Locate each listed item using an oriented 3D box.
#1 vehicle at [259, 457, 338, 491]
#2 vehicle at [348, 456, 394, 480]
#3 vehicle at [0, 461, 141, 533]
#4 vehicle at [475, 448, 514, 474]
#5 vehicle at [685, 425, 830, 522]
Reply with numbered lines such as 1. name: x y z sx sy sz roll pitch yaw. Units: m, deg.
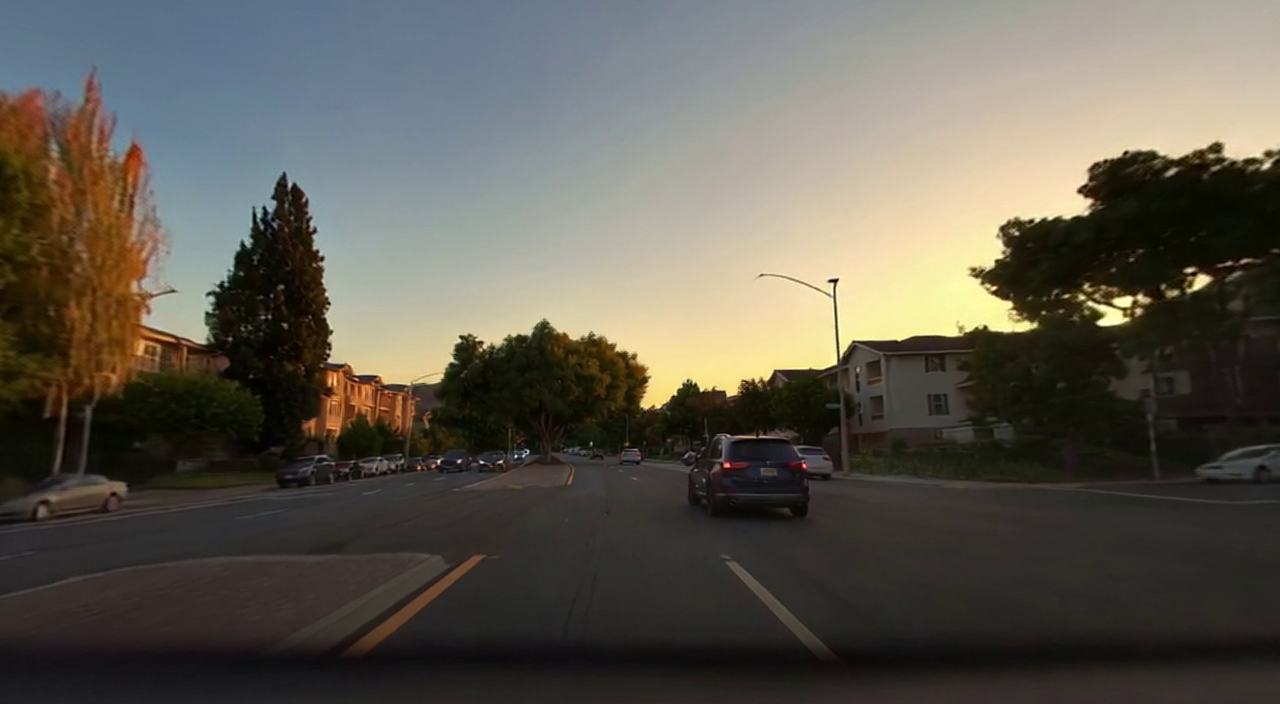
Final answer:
1. vehicle: -19.486 6.935 36.310 2.145 1.764 4.653 0 -9 -4
2. vehicle: -20.639 8.903 48.644 1.871 1.712 4.710 1 -9 -6
3. vehicle: -17.649 4.178 18.661 2.078 1.612 4.798 -2 -7 -3
4. vehicle: -10.878 8.172 47.519 2.233 1.850 4.801 0 -9 -5
5. vehicle: 2.335 2.585 13.949 2.085 1.763 4.490 0 -9 -3
